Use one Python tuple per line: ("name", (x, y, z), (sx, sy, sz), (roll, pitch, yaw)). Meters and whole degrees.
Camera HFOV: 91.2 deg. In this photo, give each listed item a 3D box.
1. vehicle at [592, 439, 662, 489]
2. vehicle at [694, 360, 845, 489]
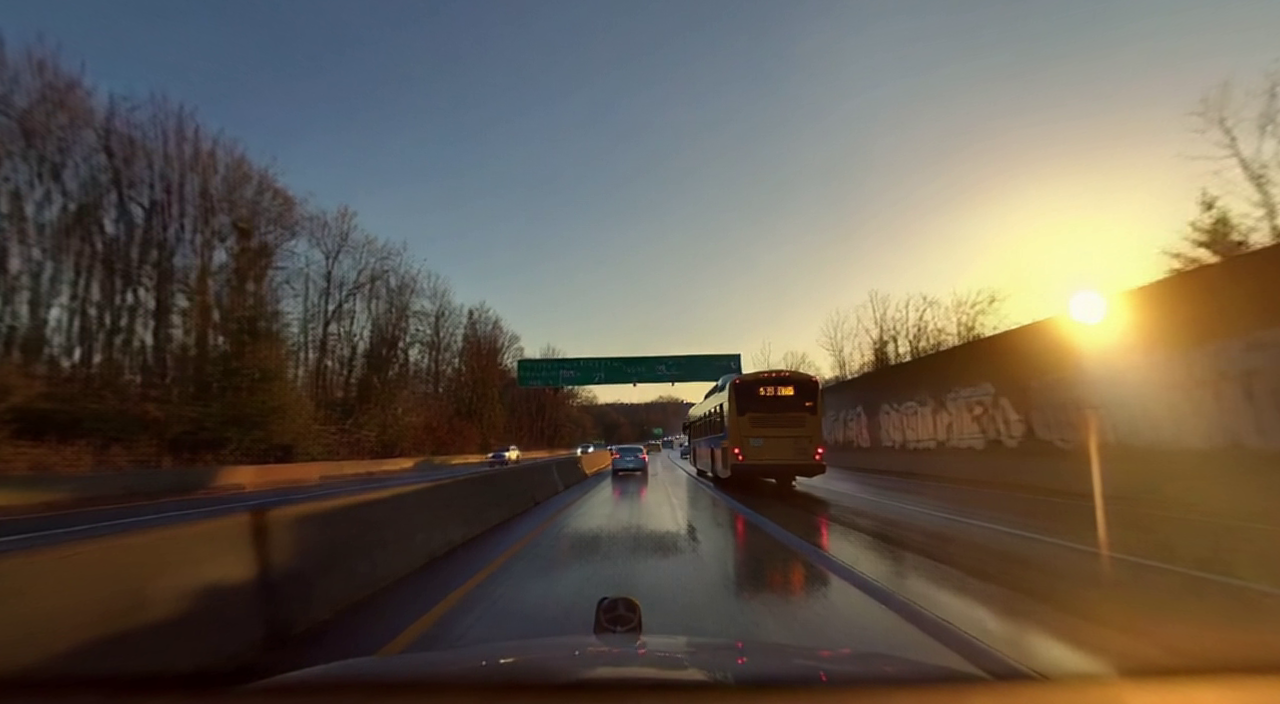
("vehicle", (-0.367, 3.803, 21.553), (2.160, 1.532, 4.073), (-1, -9, 1))
("vehicle", (4.030, 2.912, 23.279), (3.055, 3.479, 12.521), (-1, -9, 1))
